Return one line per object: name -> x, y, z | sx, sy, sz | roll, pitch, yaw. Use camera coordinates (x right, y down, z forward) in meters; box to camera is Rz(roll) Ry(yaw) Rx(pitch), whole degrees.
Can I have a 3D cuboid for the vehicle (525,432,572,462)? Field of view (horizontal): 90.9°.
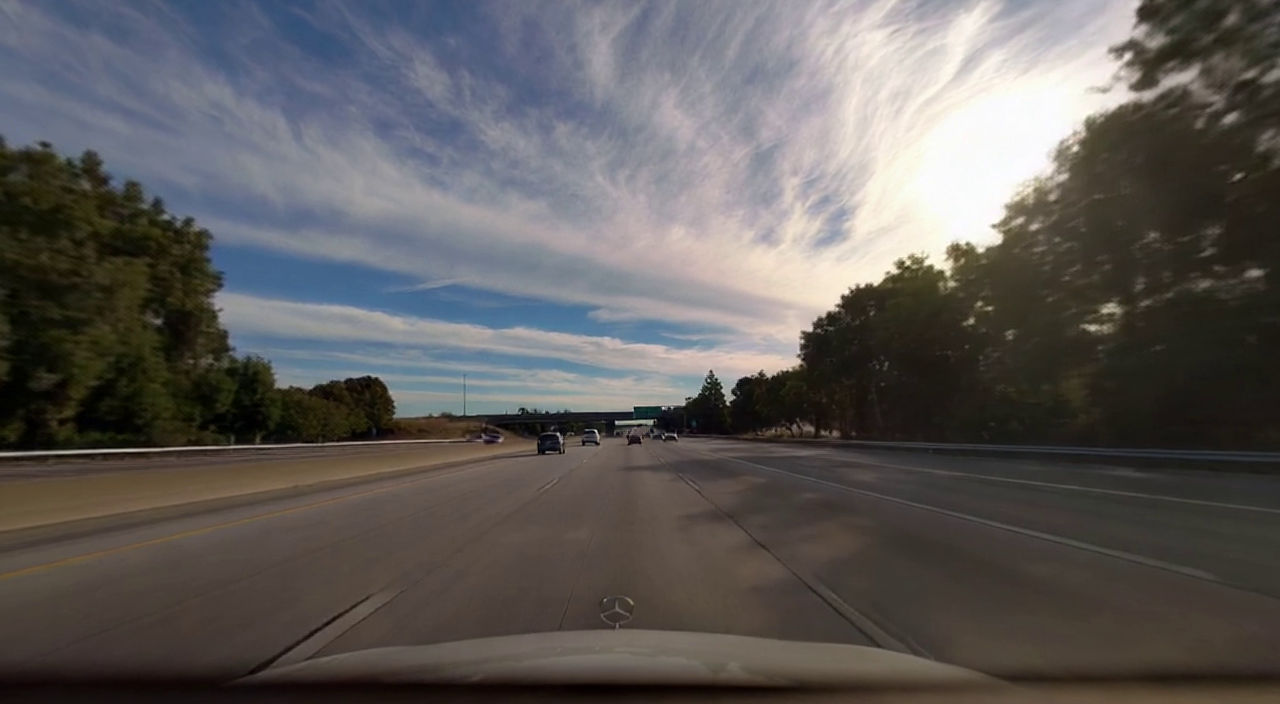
vehicle -> -4.828, 5.073, 33.879 | 1.933, 1.473, 4.023 | 0, -8, 0
